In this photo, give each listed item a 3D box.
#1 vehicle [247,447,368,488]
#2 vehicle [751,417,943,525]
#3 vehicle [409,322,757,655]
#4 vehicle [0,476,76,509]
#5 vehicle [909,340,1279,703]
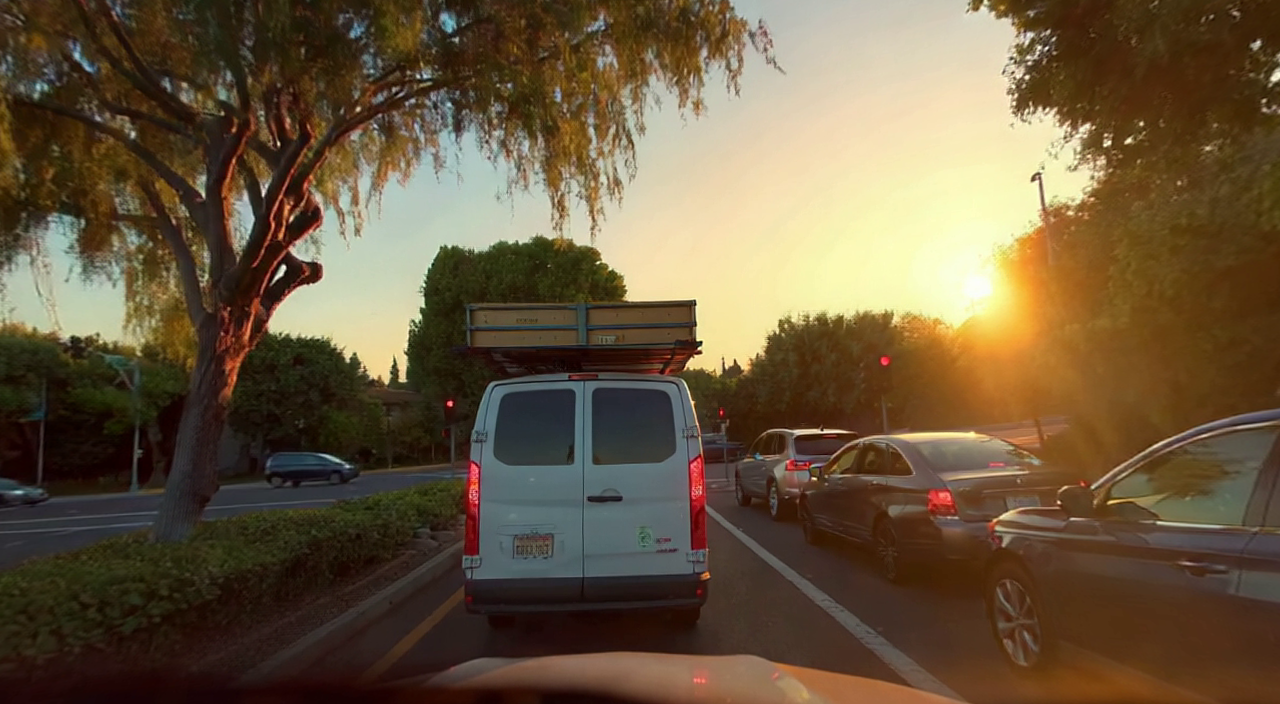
[{"bbox_3d":[-16.980,5.871,32.514,5.241,1.894,2.257,4,-10,-26],"label":"vehicle"},{"bbox_3d":[3.698,2.219,12.271,2.024,1.692,4.252,1,-9,-4],"label":"vehicle"},{"bbox_3d":[-0.366,1.158,6.185,2.145,2.089,4.309,0,-9,0],"label":"vehicle"},{"bbox_3d":[-28.421,6.300,28.453,4.135,1.321,1.687,1,-9,-7],"label":"vehicle"},{"bbox_3d":[3.443,0.937,3.409,1.965,1.671,4.146,0,-9,-3],"label":"vehicle"}]
